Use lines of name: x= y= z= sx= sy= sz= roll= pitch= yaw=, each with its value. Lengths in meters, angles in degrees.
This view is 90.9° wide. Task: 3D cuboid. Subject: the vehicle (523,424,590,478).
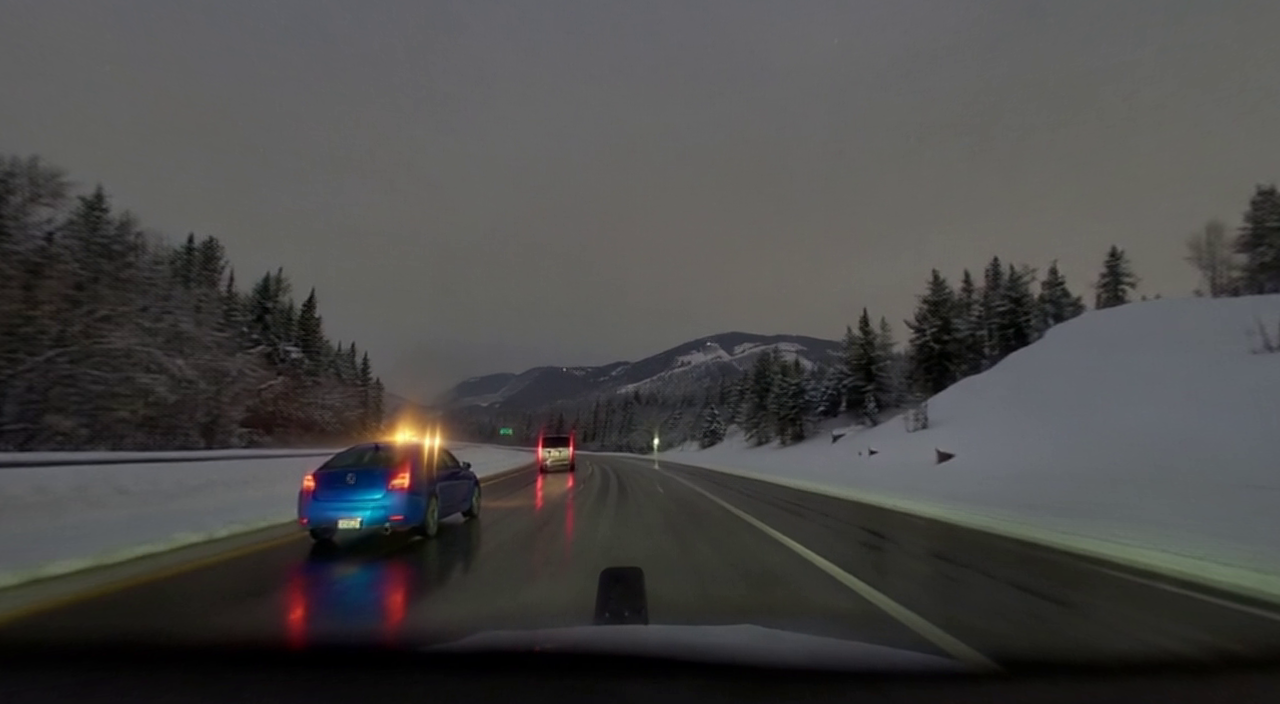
vehicle: x=-3.719 y=4.569 z=29.207 sx=2.444 sy=2.204 sz=5.568 roll=0 pitch=-9 yaw=-1

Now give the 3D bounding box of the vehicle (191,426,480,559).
vehicle: x=-4.129 y=1.982 z=9.670 sx=2.097 sy=1.511 sz=4.585 roll=0 pitch=-9 yaw=1
